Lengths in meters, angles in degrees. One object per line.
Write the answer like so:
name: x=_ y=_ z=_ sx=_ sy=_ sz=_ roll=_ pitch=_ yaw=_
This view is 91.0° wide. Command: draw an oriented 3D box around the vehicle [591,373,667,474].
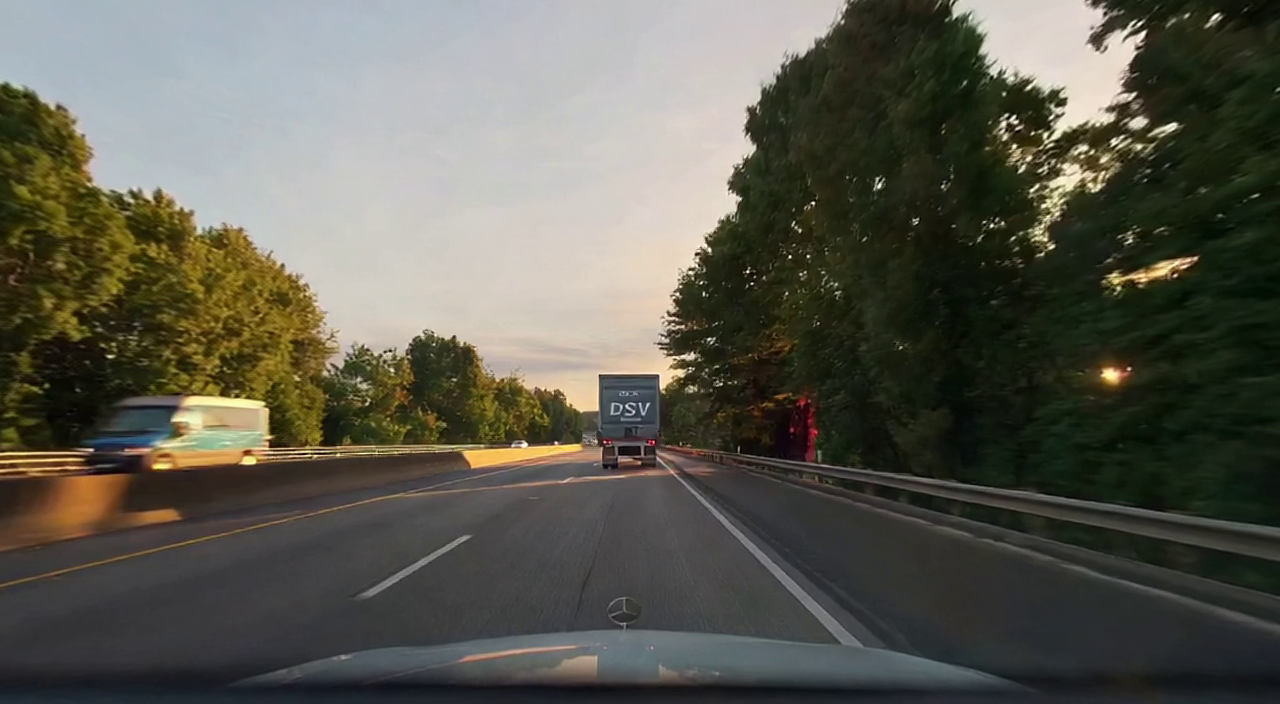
vehicle: x=-0.588 y=3.544 z=30.098 sx=2.969 sy=3.957 sz=10.270 roll=0 pitch=-8 yaw=-2

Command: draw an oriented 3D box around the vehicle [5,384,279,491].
vehicle: x=-12.776 y=2.320 z=17.020 sx=2.427 sy=2.371 sz=6.043 roll=0 pitch=-8 yaw=0
